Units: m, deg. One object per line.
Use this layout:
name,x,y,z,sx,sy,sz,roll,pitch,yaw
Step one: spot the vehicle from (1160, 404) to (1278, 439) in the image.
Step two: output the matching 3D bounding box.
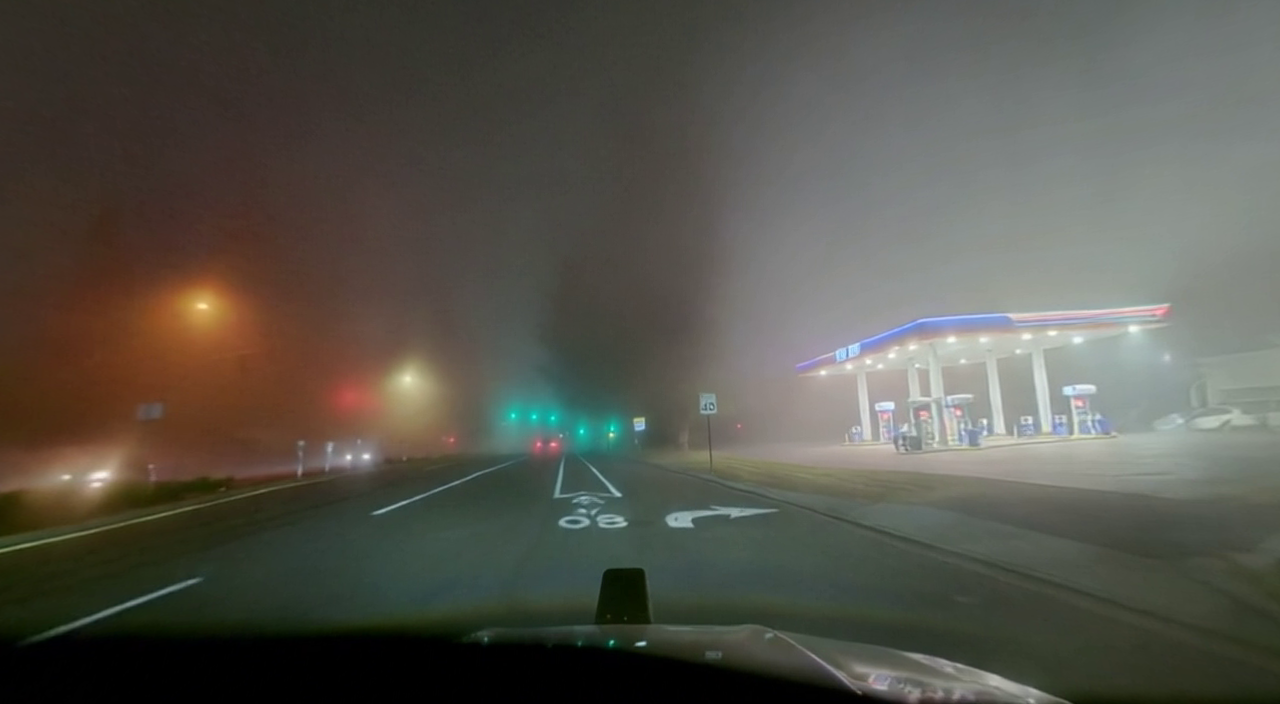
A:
vehicle,31.419,3.814,34.384,4.323,1.447,1.710,-9,-7,29
